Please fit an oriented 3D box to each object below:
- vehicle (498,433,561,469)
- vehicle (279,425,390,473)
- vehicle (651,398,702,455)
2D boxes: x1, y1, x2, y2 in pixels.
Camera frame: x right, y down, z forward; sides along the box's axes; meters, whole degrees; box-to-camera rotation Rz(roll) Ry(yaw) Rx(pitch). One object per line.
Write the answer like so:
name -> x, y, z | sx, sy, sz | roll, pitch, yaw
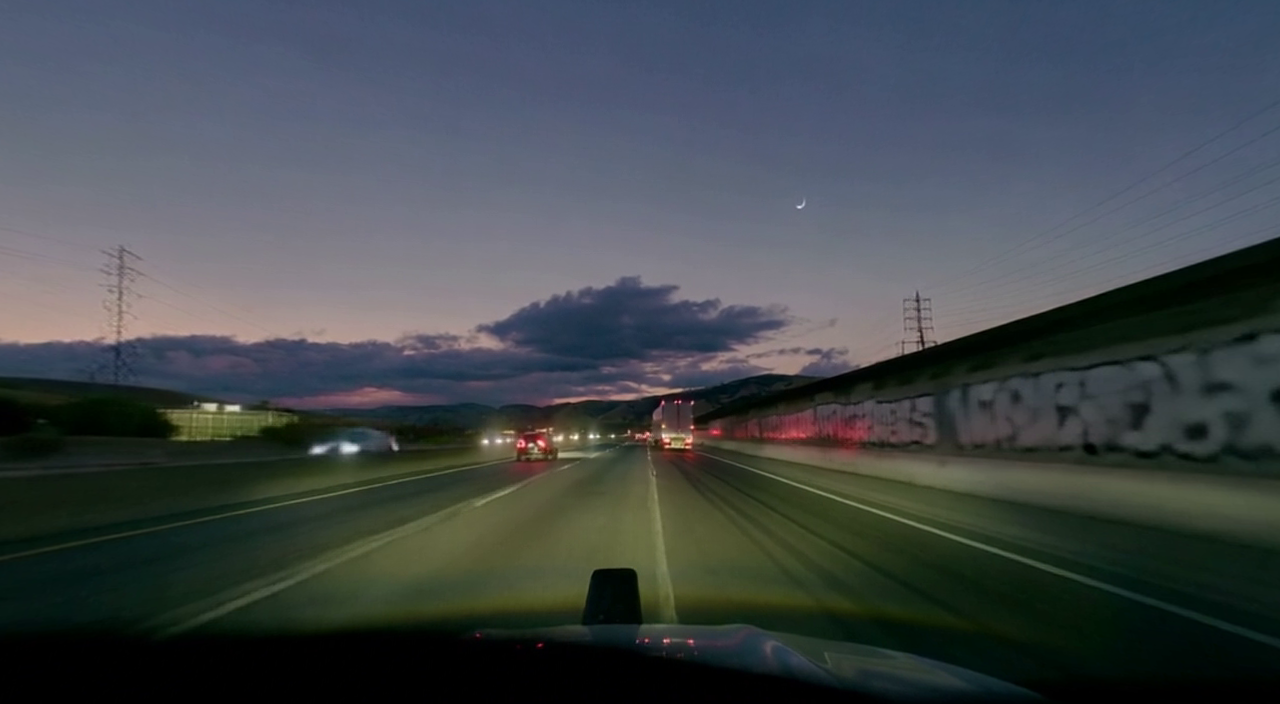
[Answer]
vehicle -> -4.827, 4.392, 28.138 | 1.965, 1.486, 4.448 | 0, -8, 1
vehicle -> -12.417, 3.969, 26.064 | 2.136, 1.767, 4.755 | 0, -8, 1
vehicle -> 2.539, 5.823, 48.187 | 3.060, 3.842, 11.095 | 0, -8, -1
